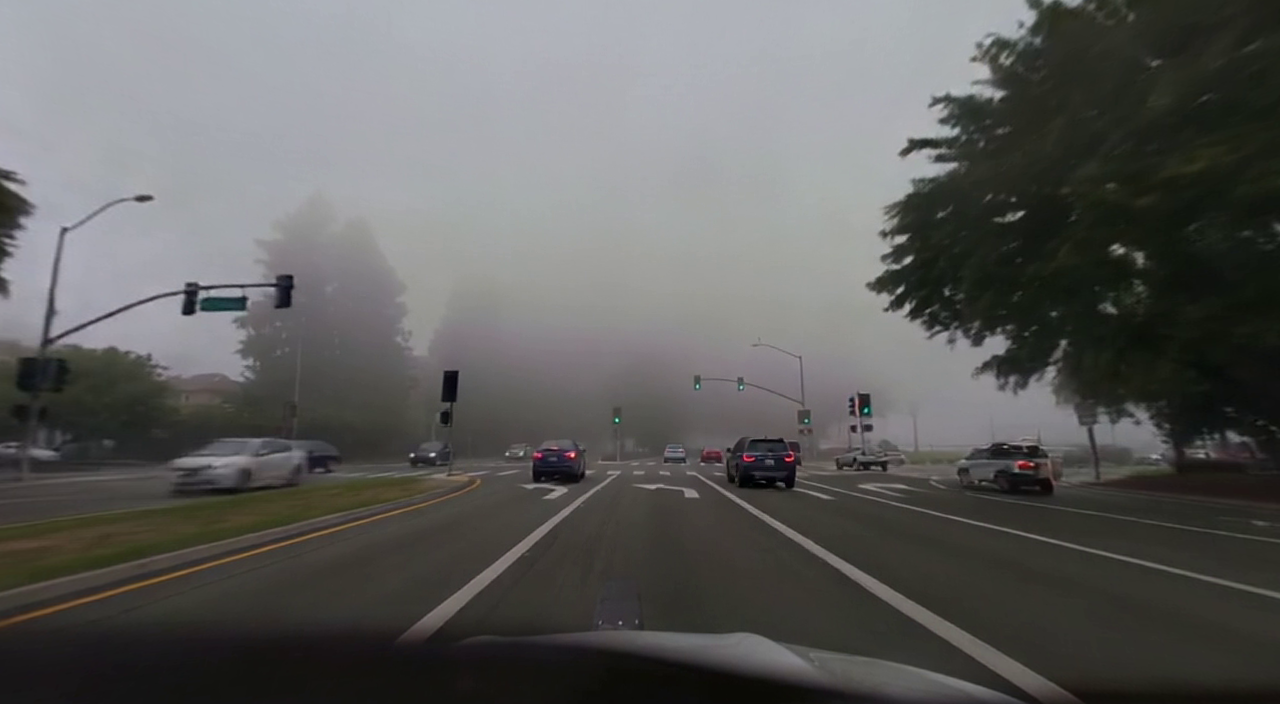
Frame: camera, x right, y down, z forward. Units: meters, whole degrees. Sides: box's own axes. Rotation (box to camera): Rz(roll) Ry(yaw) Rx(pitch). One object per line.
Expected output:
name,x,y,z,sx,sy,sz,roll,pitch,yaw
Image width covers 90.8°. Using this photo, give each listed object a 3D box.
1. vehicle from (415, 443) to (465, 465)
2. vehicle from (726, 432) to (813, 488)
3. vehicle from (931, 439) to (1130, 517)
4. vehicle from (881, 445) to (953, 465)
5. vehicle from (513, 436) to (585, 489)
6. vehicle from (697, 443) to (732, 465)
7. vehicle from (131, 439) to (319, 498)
vehicle,-13.992,7.148,44.376,1.794,1.440,4.351,-1,-9,4
vehicle,4.537,3.865,22.900,2.209,1.813,4.724,0,-8,1
vehicle,8.550,2.766,14.365,1.949,1.492,4.103,0,-9,1
vehicle,21.225,7.902,48.485,4.816,1.443,1.949,3,-9,-16
vehicle,-3.332,4.144,24.103,2.258,1.812,4.650,0,-9,-2
vehicle,5.178,7.140,44.466,2.064,1.474,4.389,0,-9,2
vehicle,-11.681,3.283,18.284,2.261,1.477,4.490,0,-9,2
